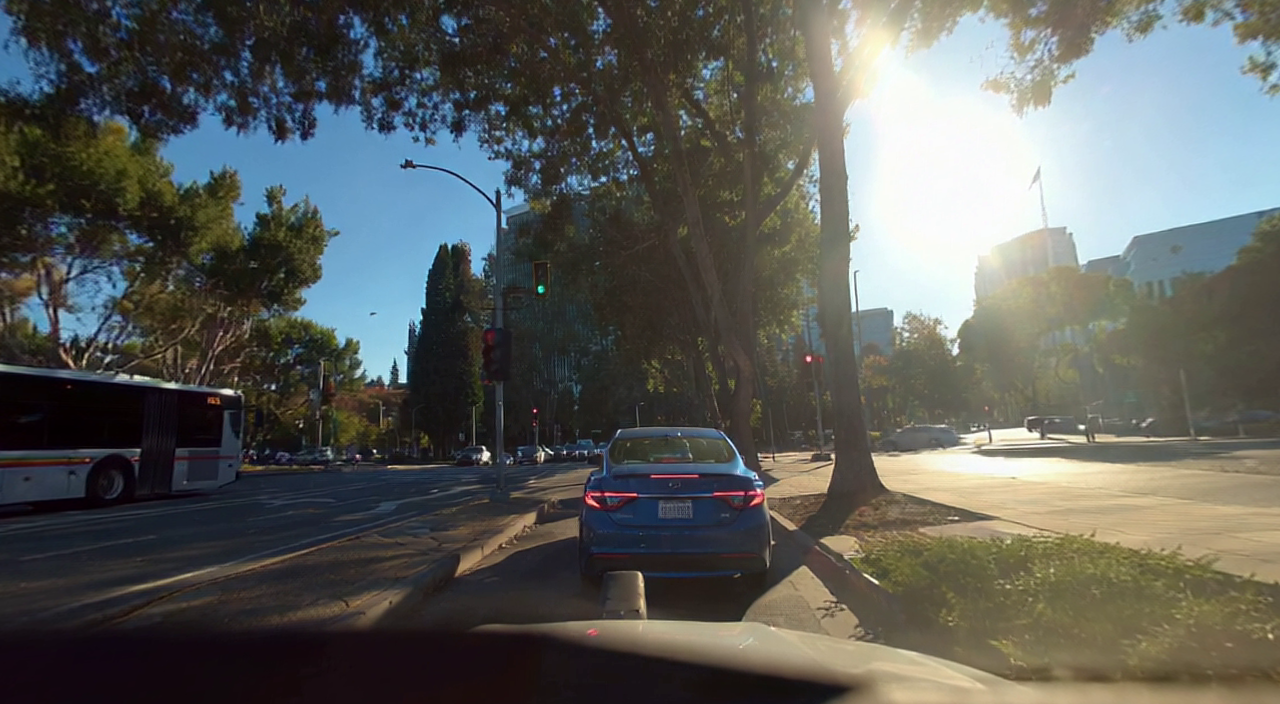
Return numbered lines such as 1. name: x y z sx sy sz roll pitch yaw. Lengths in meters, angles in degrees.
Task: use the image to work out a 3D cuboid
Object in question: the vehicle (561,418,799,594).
1. vehicle: 0.382 1.611 7.407 2.035 1.499 3.799 0 -8 1
